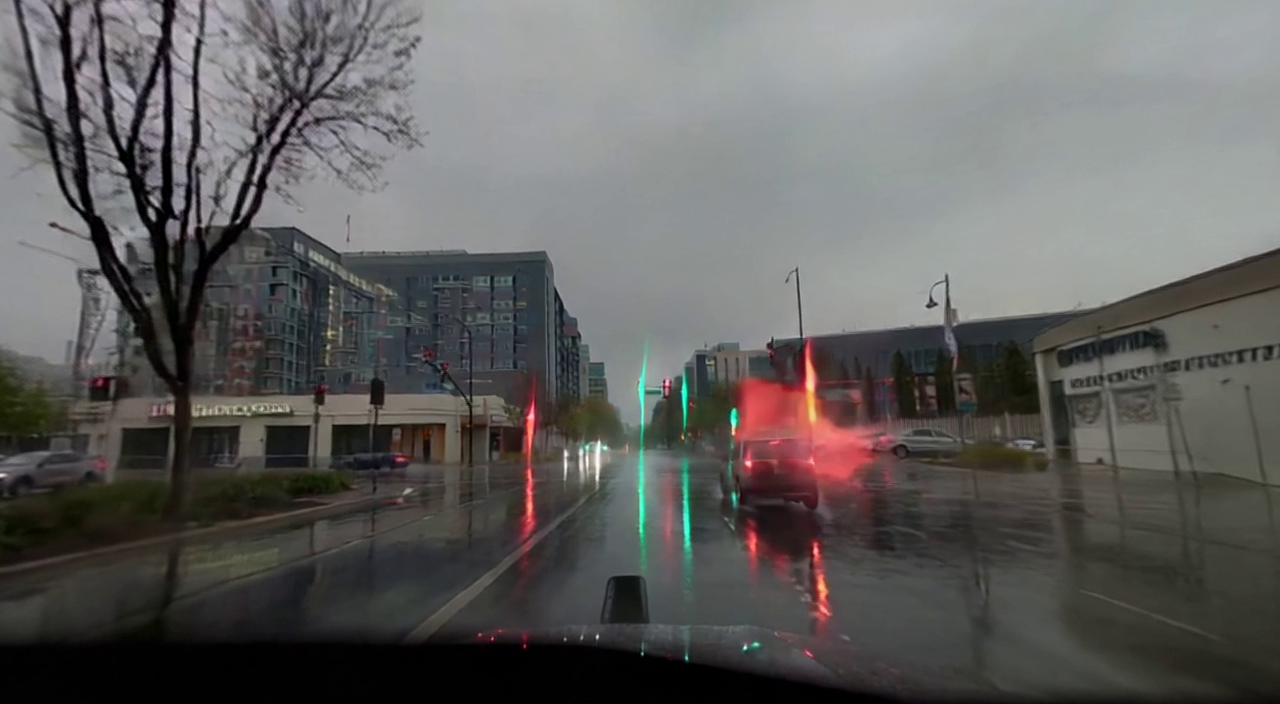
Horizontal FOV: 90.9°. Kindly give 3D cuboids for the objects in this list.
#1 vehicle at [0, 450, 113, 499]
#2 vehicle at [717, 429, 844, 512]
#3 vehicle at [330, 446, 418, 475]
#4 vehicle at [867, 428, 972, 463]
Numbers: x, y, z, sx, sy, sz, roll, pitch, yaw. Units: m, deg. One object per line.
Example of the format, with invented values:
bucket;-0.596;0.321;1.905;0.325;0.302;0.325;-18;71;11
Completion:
vehicle;-23.114;4.688;24.554;1.757;1.699;3.854;0;-8;1
vehicle;2.954;2.580;14.130;1.947;1.576;3.825;0;-8;0
vehicle;-14.975;6.085;35.572;4.037;1.562;2.099;-3;-9;16
vehicle;14.836;4.976;33.672;4.611;1.778;1.939;0;-8;0
